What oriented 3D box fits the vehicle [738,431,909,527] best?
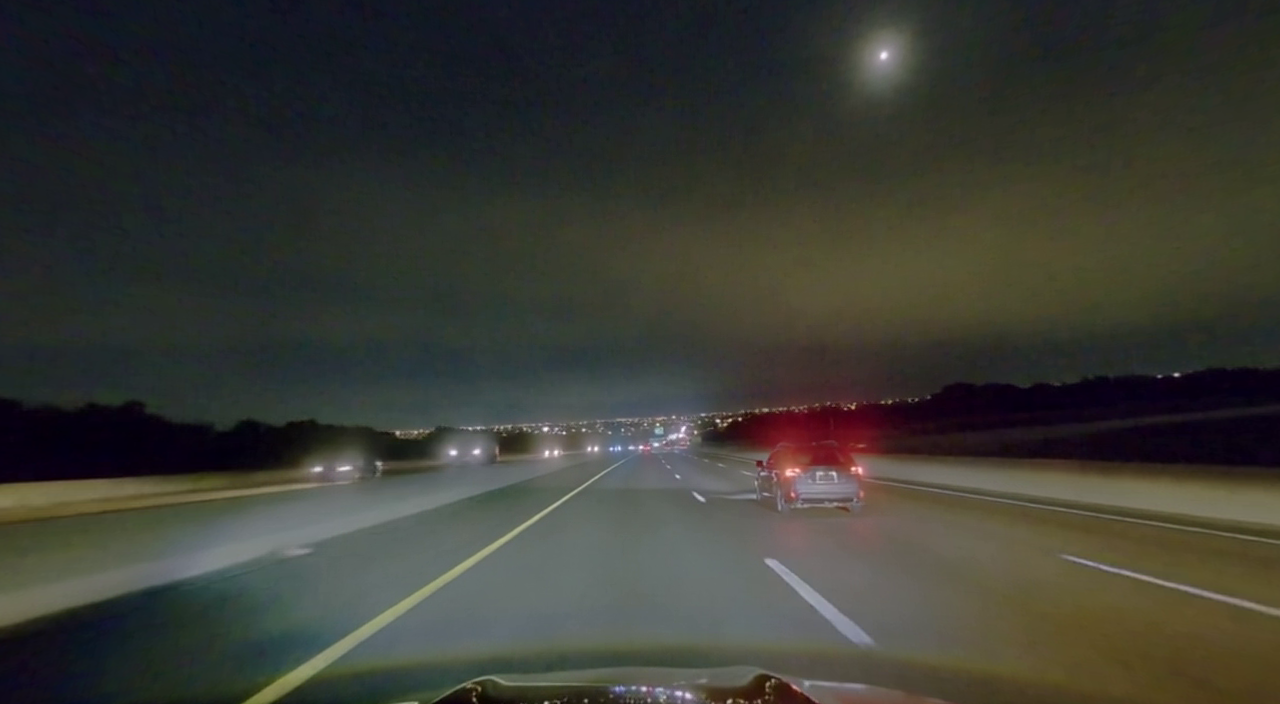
[{"bbox_3d":[3.326,2.402,12.562,1.982,1.533,4.612,0,-9,0],"label":"vehicle"}]

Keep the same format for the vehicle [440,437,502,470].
[{"bbox_3d":[-11.493,6.943,43.417,2.452,2.045,5.769,-1,-9,2],"label":"vehicle"}]

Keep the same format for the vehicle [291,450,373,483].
[{"bbox_3d":[-15.806,5.867,32.705,1.811,1.552,4.504,-1,-9,3],"label":"vehicle"}]
